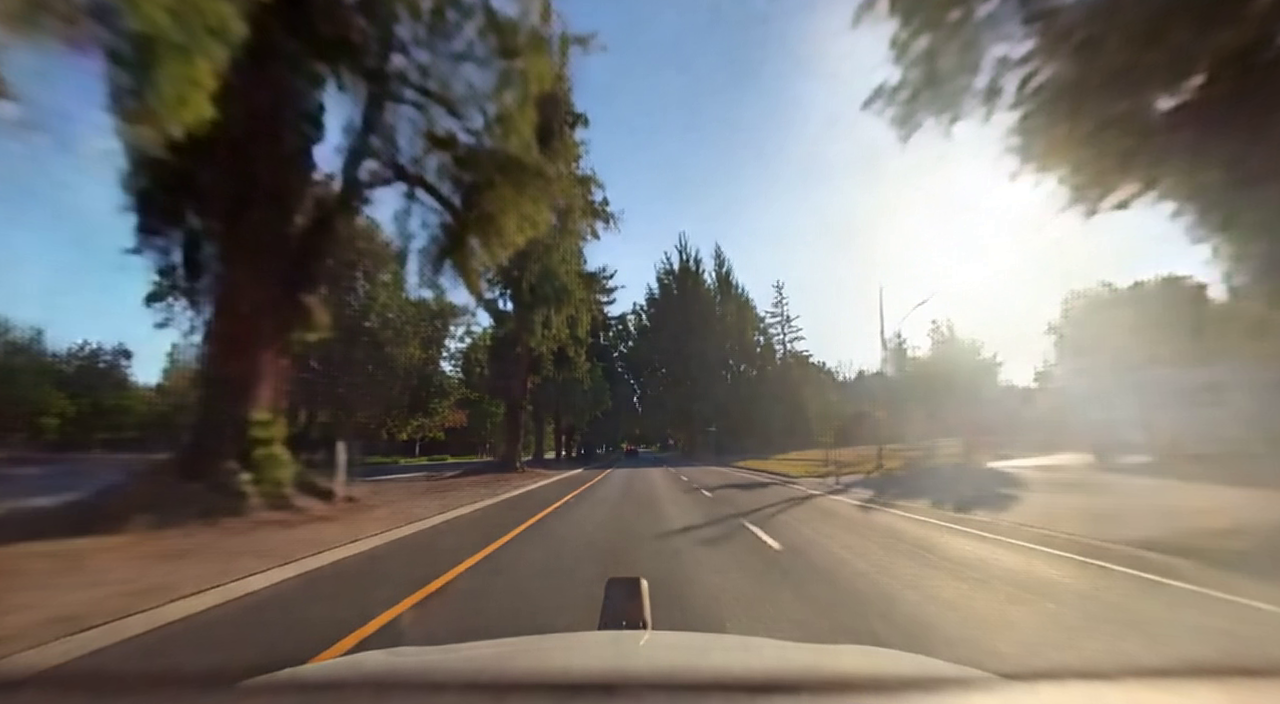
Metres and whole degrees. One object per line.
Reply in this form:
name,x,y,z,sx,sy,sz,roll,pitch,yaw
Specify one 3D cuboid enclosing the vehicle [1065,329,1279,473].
vehicle,17.085,1.651,18.305,2.826,3.500,9.295,0,-9,0
